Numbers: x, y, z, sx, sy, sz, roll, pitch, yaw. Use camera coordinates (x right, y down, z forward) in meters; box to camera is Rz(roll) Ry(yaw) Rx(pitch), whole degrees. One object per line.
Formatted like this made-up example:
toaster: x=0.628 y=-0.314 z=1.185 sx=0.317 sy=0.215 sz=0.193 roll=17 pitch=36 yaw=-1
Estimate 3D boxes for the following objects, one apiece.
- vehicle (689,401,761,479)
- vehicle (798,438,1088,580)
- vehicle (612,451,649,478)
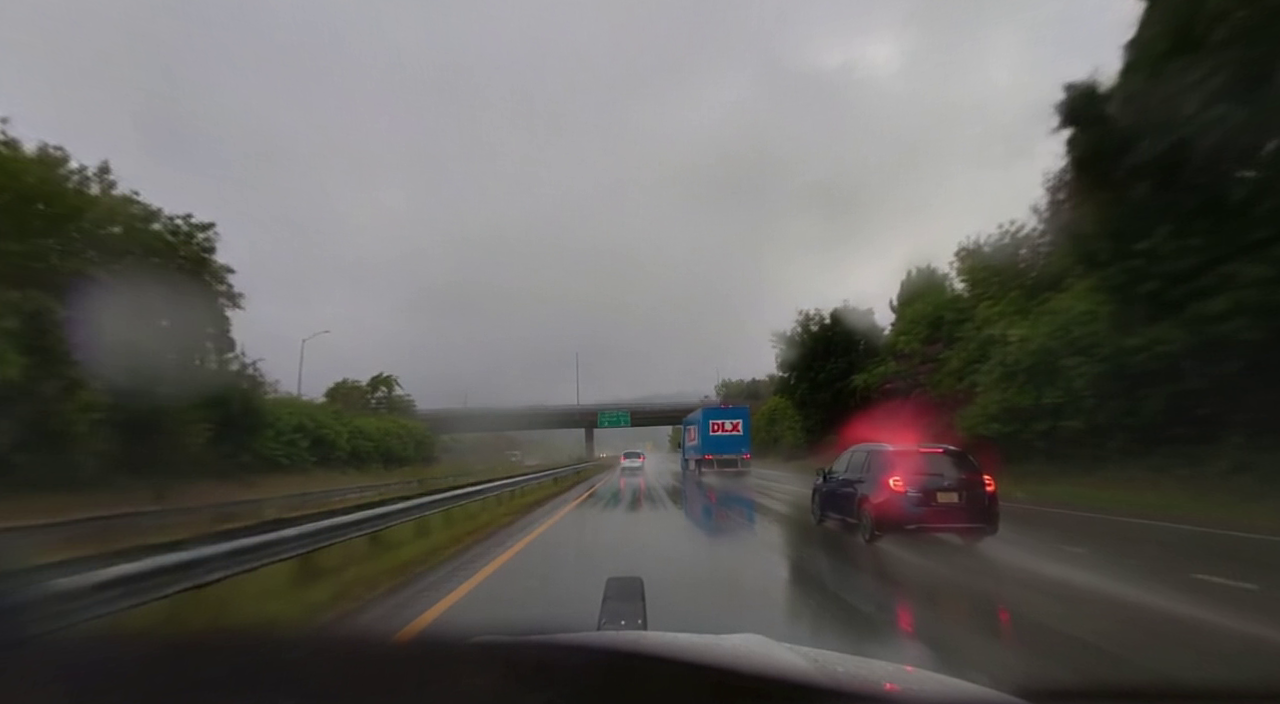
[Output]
vehicle: x=4.669 y=5.151 z=36.535 sx=2.838 sy=3.985 sz=8.010 roll=0 pitch=-9 yaw=-1
vehicle: x=3.715 y=1.977 z=8.756 sx=1.894 sy=1.452 sz=4.164 roll=0 pitch=-9 yaw=-1
vehicle: x=-0.530 y=6.519 z=36.606 sx=2.055 sy=1.445 sz=3.661 roll=0 pitch=-9 yaw=0
